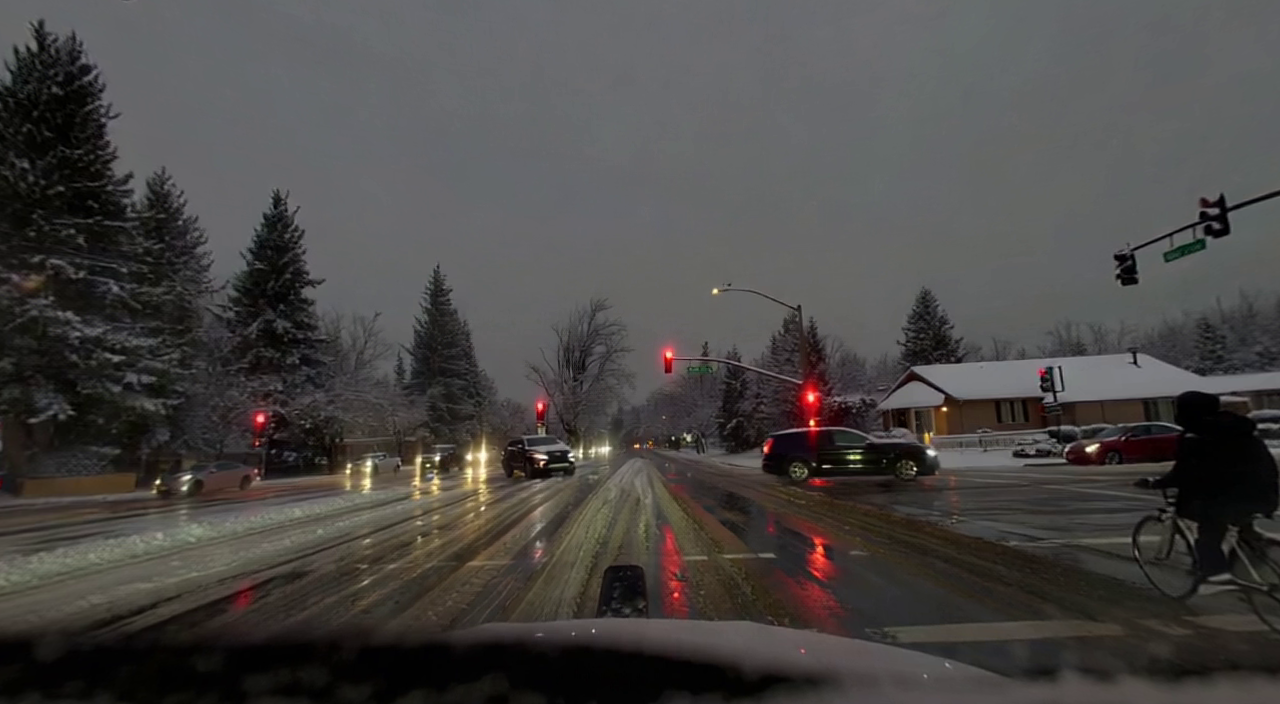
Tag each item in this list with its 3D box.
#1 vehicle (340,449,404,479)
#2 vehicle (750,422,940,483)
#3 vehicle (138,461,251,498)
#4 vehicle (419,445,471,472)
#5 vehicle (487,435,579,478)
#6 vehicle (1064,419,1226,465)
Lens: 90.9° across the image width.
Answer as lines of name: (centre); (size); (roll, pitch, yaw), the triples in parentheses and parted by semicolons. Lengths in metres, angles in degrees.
vehicle: (-17.249, 7.201, 40.826); (2.006, 1.735, 4.591); (0, -9, 1)
vehicle: (6.177, 3.073, 19.374); (5.217, 1.673, 2.006); (-3, -9, 18)
vehicle: (-20.827, 5.961, 29.773); (1.860, 1.473, 4.655); (0, -9, 1)
vehicle: (-13.945, 7.618, 45.348); (2.093, 1.769, 4.971); (0, -9, 0)
vehicle: (-4.884, 4.622, 28.112); (2.191, 1.731, 5.188); (5, -10, -32)
vehicle: (17.318, 3.102, 21.763); (3.969, 1.493, 1.823); (0, -9, 1)
